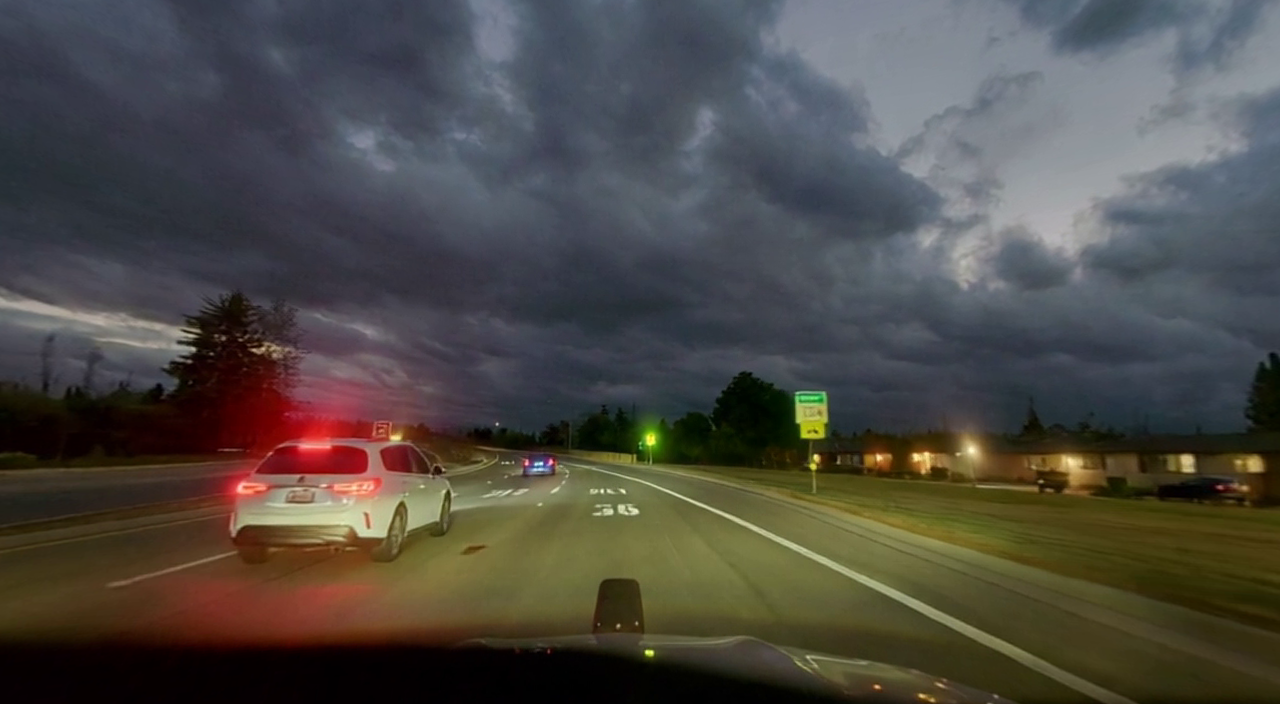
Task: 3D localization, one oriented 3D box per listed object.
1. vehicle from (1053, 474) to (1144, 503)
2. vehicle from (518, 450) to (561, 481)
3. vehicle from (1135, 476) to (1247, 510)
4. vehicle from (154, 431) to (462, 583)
[{"bbox_3d":[32.135,9.567,44.530,1.820,1.626,5.319,2,-9,-9],"label":"vehicle"},{"bbox_3d":[-5.229,5.953,33.294,1.904,1.476,3.736,1,-9,-5],"label":"vehicle"},{"bbox_3d":[33.307,8.510,38.447,1.967,1.647,4.948,1,-9,-8],"label":"vehicle"},{"bbox_3d":[-4.252,2.027,9.217,2.098,1.613,4.606,0,-9,-2],"label":"vehicle"}]
